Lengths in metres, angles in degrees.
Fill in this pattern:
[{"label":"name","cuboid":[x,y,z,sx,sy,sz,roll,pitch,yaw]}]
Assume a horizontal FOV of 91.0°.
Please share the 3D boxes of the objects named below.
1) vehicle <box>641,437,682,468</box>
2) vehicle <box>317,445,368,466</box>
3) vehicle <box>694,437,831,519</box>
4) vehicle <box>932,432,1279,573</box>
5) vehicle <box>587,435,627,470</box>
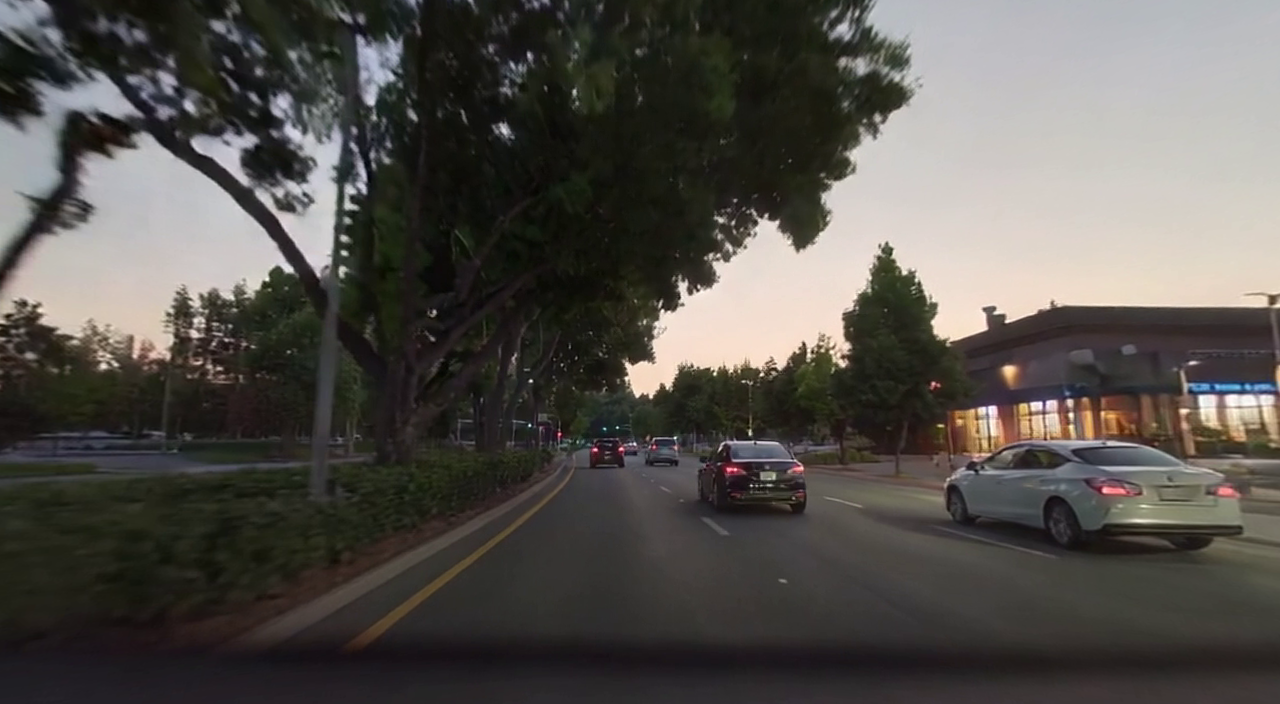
[{"label":"vehicle","cuboid":[1.225,6.112,38.362,2.000,1.745,4.206,1,-8,-5]},{"label":"vehicle","cuboid":[-21.867,7.618,46.439,1.880,1.480,4.427,0,-8,-4]},{"label":"vehicle","cuboid":[2.383,2.577,13.434,1.883,1.452,4.258,0,-8,-3]},{"label":"vehicle","cuboid":[6.166,1.906,8.842,1.917,1.457,4.274,0,-8,-2]},{"label":"vehicle","cuboid":[-1.836,5.504,34.639,2.051,1.798,4.168,0,-8,-4]}]
